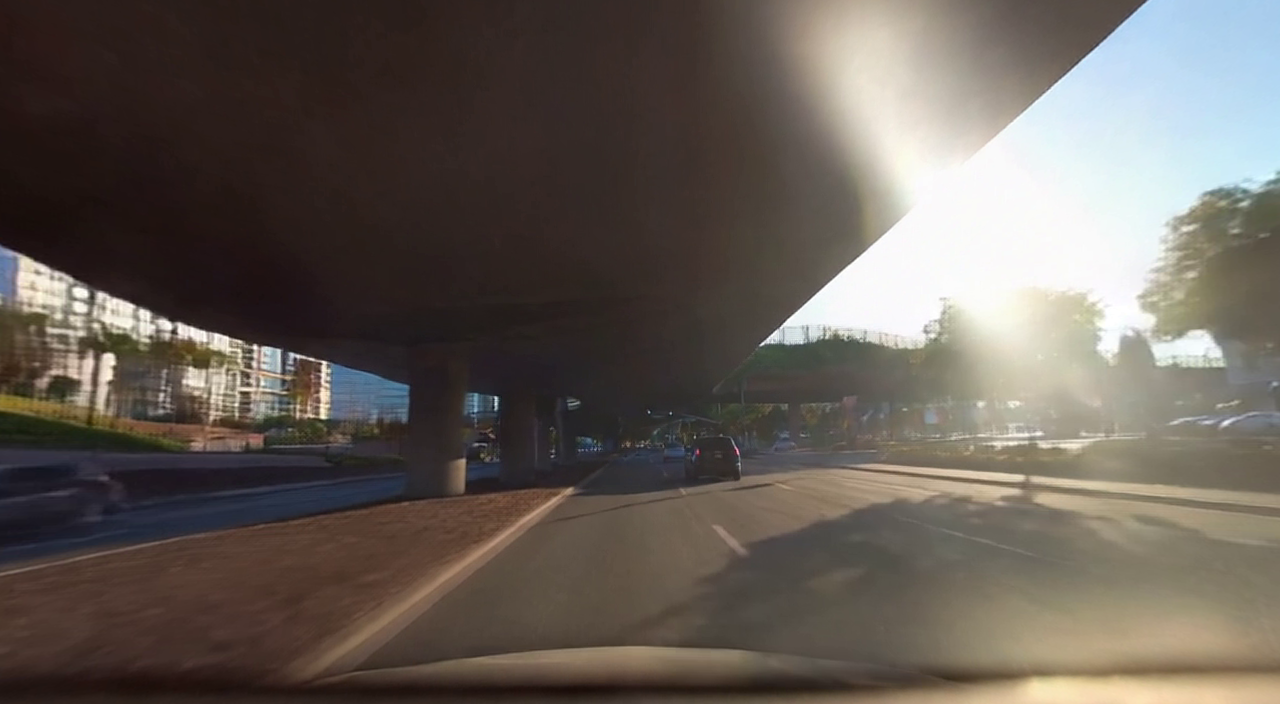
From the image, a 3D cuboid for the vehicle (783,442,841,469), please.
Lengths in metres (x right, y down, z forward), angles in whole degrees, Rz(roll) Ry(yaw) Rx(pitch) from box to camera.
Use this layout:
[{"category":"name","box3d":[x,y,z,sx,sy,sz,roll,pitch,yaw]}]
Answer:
[{"category":"vehicle","box3d":[10.099,6.102,37.510,1.989,1.472,5.054,0,-9,-1]}]

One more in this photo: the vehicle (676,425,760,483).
[{"category":"vehicle","box3d":[2.865,3.962,24.768,2.559,2.017,5.562,0,-8,-1]}]
